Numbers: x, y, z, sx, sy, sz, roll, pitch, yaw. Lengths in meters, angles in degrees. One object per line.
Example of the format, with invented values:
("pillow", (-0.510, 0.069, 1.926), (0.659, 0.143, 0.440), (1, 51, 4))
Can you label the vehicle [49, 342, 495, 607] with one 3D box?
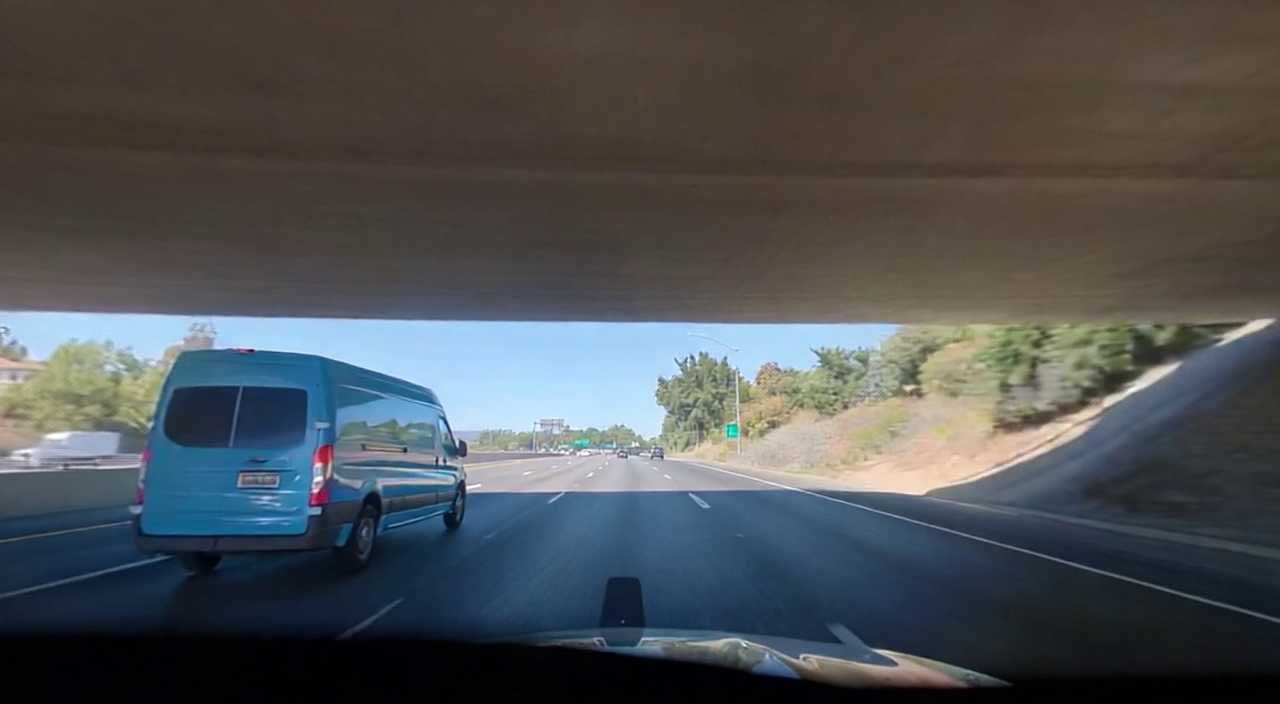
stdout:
("vehicle", (-3.754, 1.430, 8.106), (2.372, 2.248, 5.393), (0, -9, 1))
